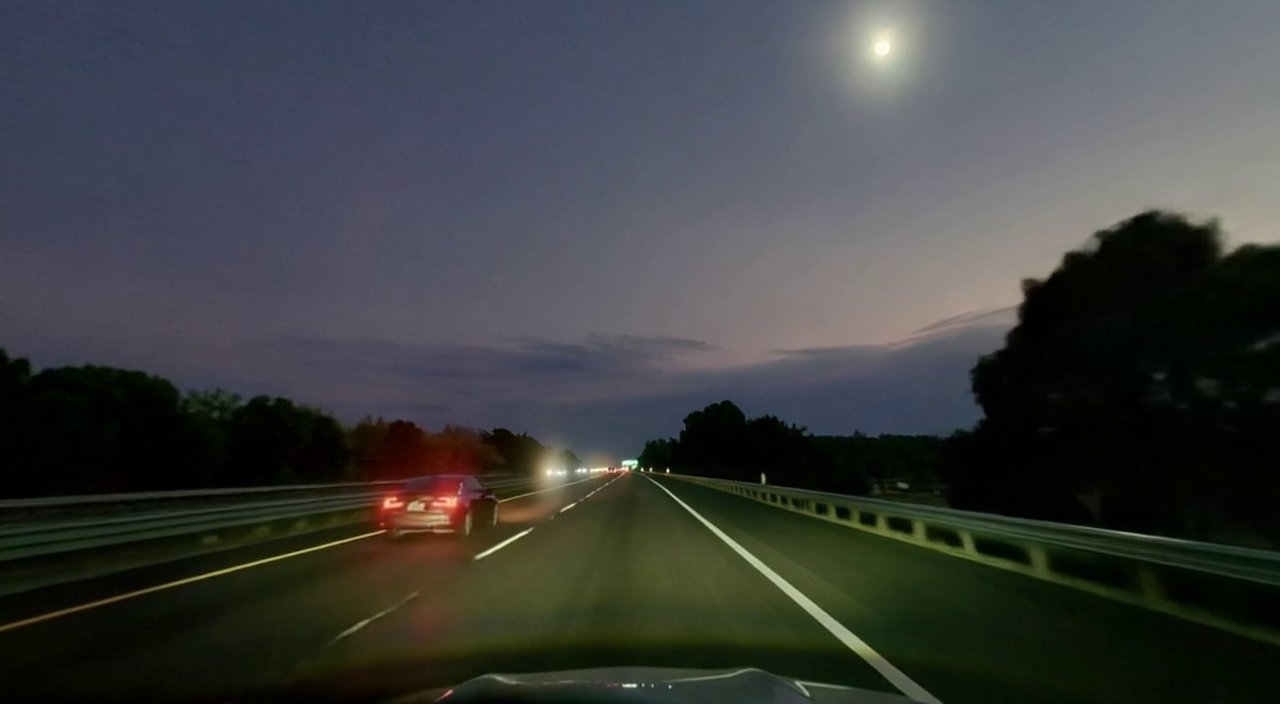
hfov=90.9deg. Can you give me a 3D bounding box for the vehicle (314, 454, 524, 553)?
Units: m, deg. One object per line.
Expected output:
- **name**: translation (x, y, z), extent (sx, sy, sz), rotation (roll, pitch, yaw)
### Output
- **vehicle**: translation (-3.821, 2.775, 12.114), extent (2.146, 1.441, 5.020), rotation (1, -11, 1)
